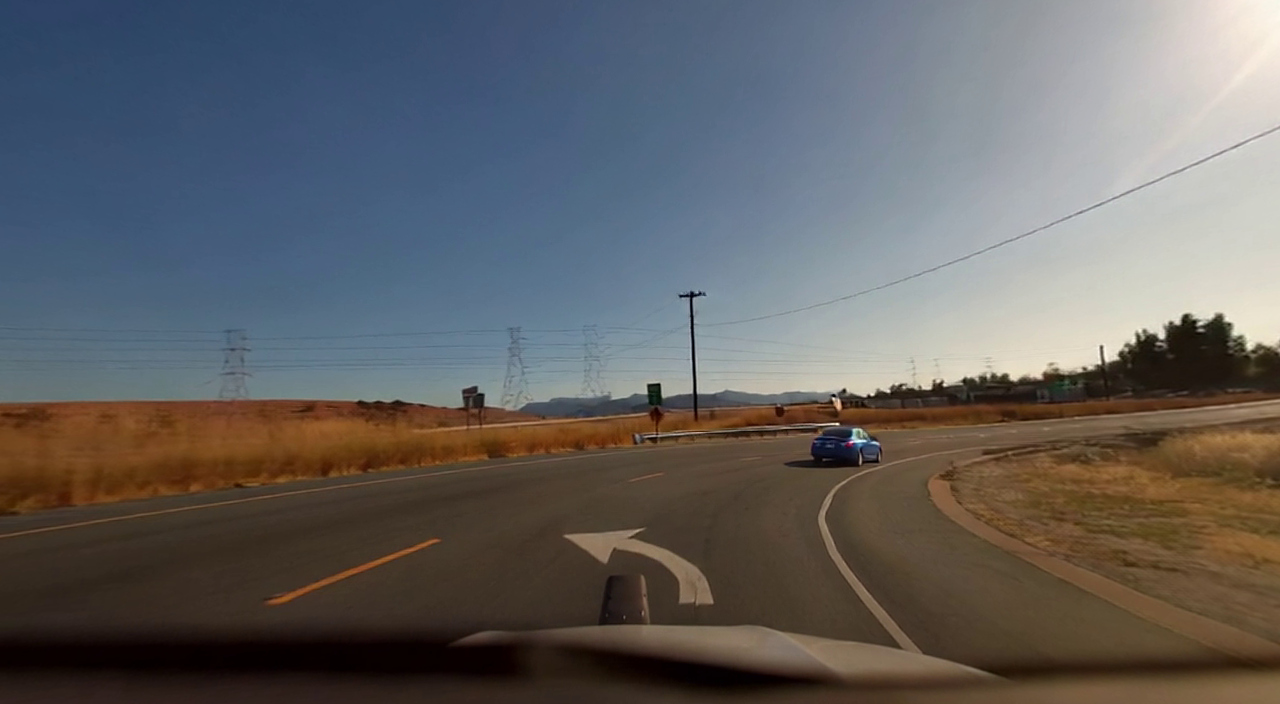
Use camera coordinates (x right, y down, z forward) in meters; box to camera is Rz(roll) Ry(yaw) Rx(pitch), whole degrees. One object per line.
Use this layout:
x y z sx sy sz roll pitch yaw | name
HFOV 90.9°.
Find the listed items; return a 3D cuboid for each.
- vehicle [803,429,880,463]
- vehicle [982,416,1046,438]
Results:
9.208 4.236 28.588 2.026 1.407 4.374 -6 -10 35 | vehicle
26.509 5.363 44.656 4.307 1.465 1.836 4 -9 -28 | vehicle
